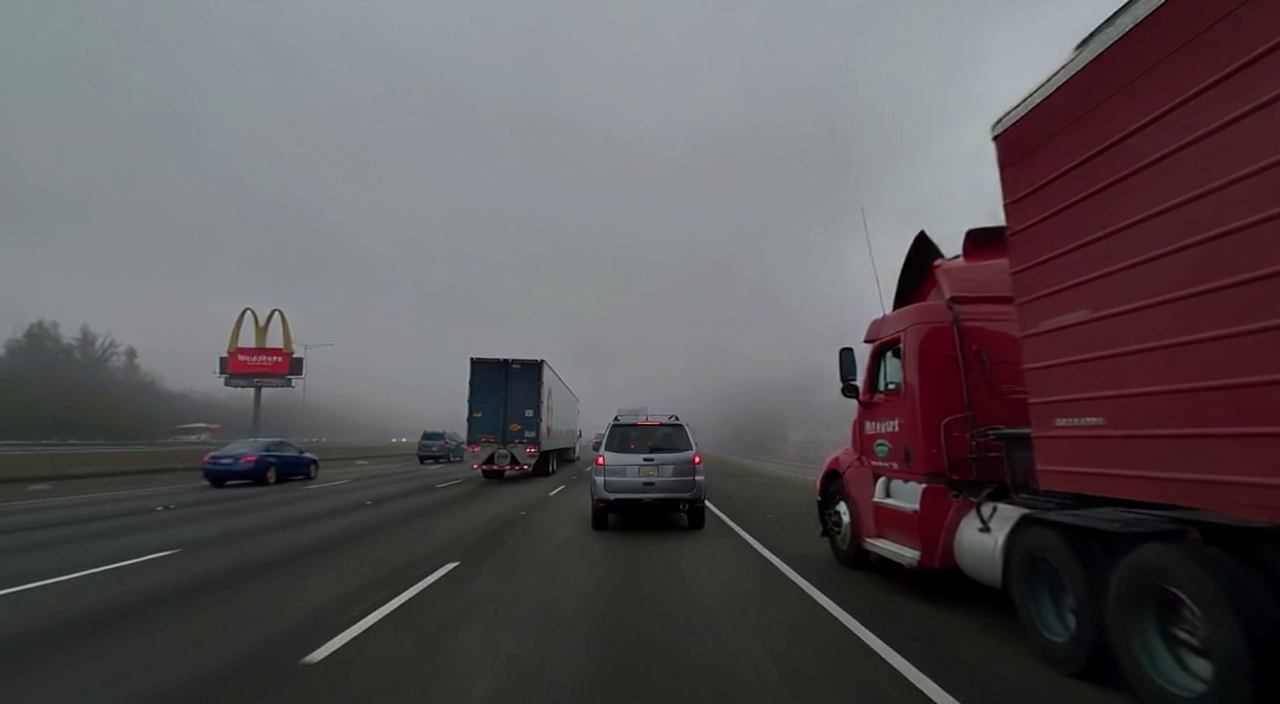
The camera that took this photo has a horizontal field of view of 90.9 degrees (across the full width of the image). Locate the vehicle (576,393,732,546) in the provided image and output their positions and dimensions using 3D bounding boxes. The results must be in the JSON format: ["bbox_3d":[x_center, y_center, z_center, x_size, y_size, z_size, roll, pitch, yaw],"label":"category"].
[{"bbox_3d":[0.112,1.773,10.001,1.947,1.910,4.040,0,-9,-2],"label":"vehicle"}]

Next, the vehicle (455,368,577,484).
[{"bbox_3d":[-4.177,2.861,23.442,2.814,3.513,8.529,0,-9,0],"label":"vehicle"}]

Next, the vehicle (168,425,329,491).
[{"bbox_3d":[-11.468,3.143,18.977,1.915,1.710,4.670,0,-9,-1],"label":"vehicle"}]
